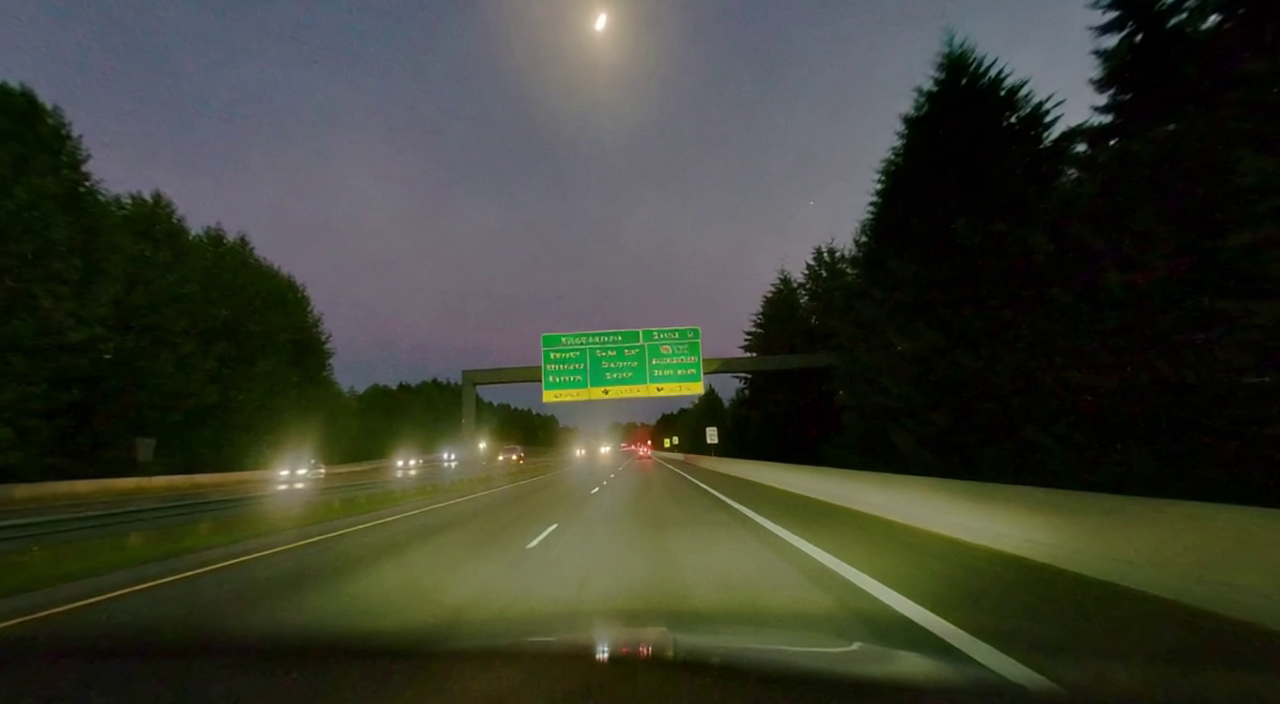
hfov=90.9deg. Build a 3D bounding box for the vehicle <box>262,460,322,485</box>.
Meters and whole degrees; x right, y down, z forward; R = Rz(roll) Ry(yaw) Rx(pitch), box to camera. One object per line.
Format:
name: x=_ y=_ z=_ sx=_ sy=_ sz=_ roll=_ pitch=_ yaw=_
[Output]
vehicle: x=-22.295 y=7.708 z=40.518 sx=1.867 sy=1.446 sz=3.808 roll=1 pitch=-9 yaw=-5
